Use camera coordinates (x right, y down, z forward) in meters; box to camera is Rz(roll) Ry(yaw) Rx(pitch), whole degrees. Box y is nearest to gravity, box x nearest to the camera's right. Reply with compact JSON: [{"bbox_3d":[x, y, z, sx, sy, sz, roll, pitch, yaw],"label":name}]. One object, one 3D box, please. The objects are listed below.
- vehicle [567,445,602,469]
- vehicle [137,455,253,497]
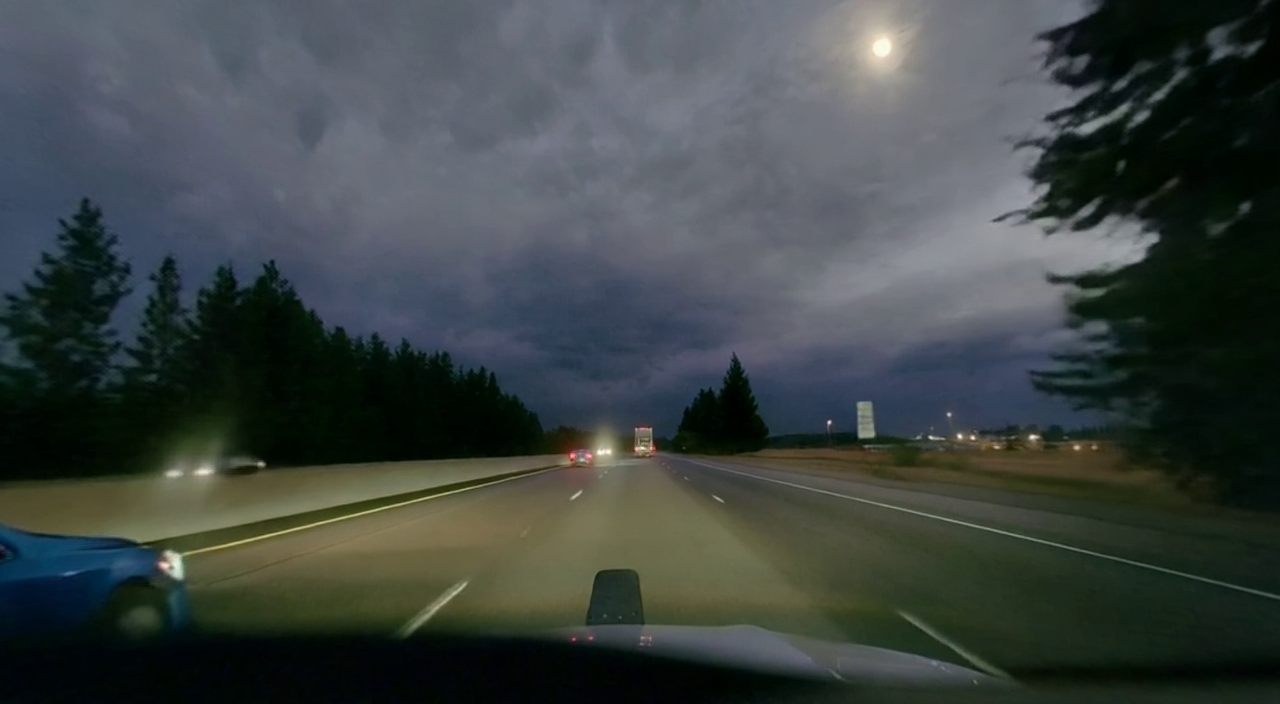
[{"bbox_3d":[-3.679,7.014,42.310,2.018,1.548,3.849,0,-9,-1],"label":"vehicle"},{"bbox_3d":[-16.811,4.659,24.072,1.741,1.423,3.652,0,-9,0],"label":"vehicle"}]
